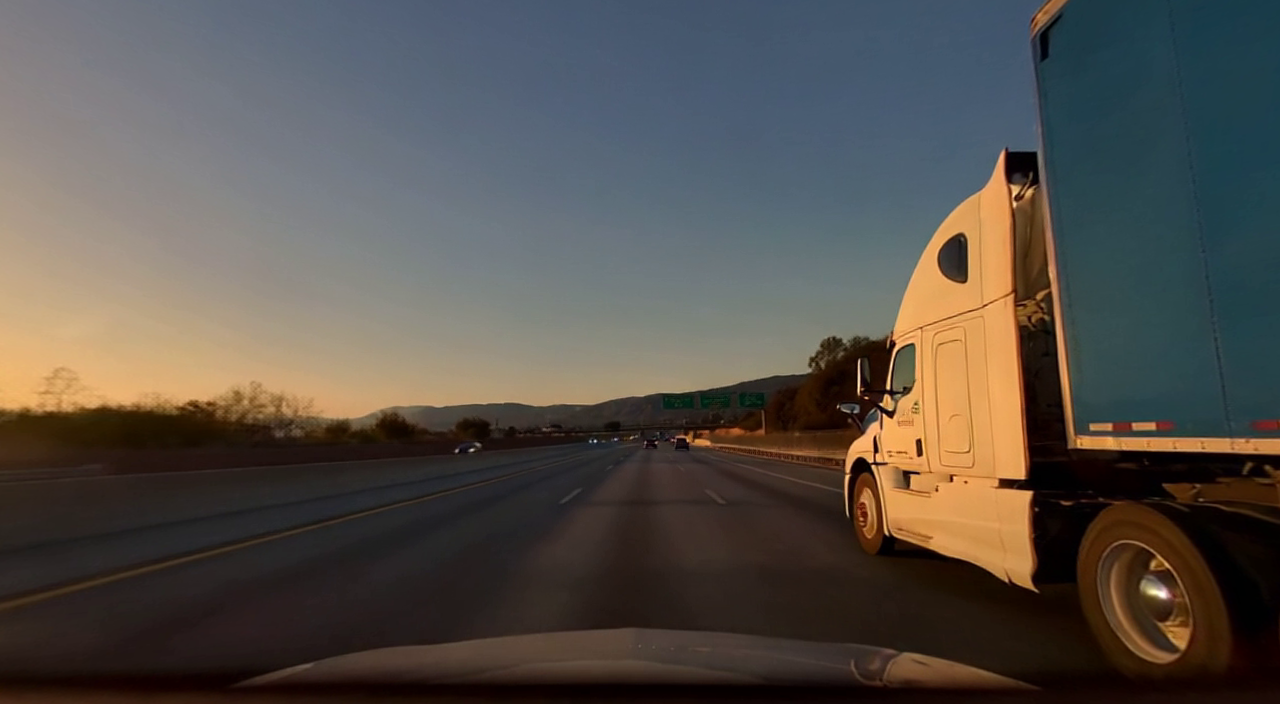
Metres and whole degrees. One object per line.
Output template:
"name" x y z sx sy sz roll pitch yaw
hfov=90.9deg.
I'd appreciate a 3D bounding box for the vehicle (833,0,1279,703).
"vehicle" 3.716 -0.195 2.647 3.012 3.768 8.945 0 -9 1
